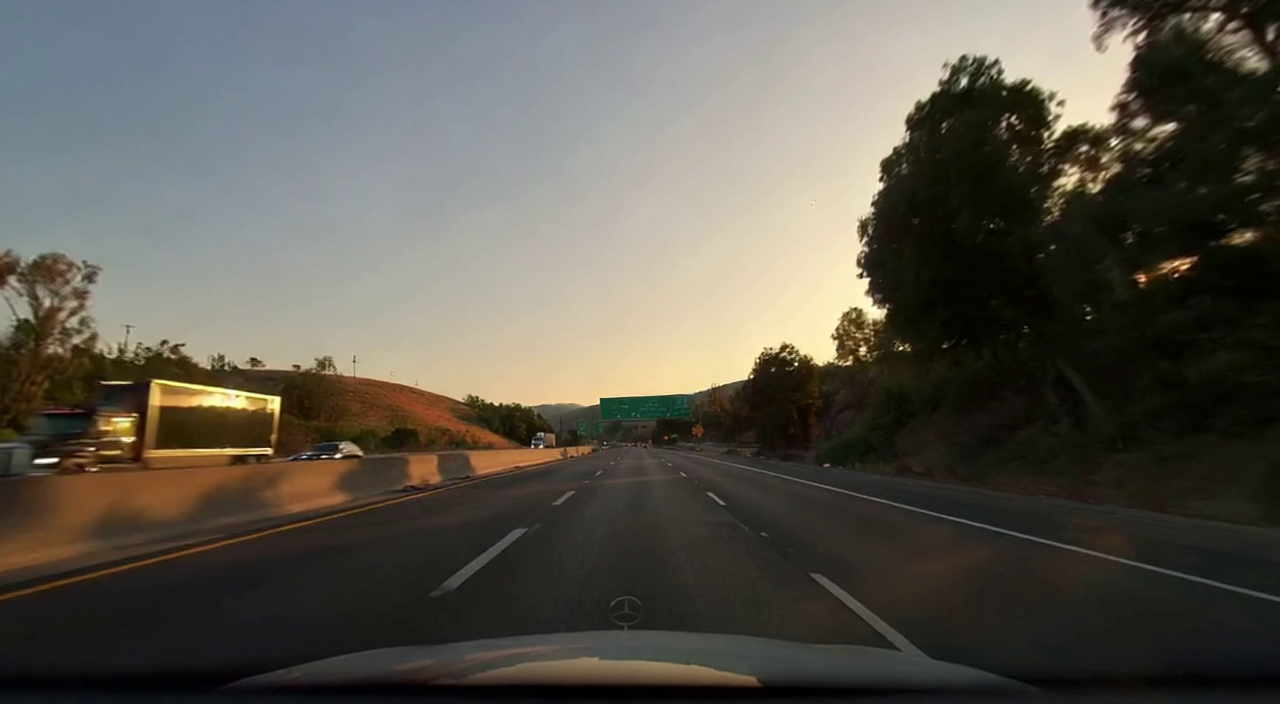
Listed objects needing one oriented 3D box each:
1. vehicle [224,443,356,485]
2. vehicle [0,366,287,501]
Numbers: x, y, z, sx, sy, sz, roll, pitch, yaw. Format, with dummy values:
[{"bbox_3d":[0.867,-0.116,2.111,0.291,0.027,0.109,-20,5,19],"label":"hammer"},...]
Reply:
[{"bbox_3d":[-17.847,5.727,32.868,2.585,1.877,7.721,0,-8,-1],"label":"vehicle"},{"bbox_3d":[-17.659,3.098,23.447,3.016,3.899,10.357,0,-8,-1],"label":"vehicle"}]
